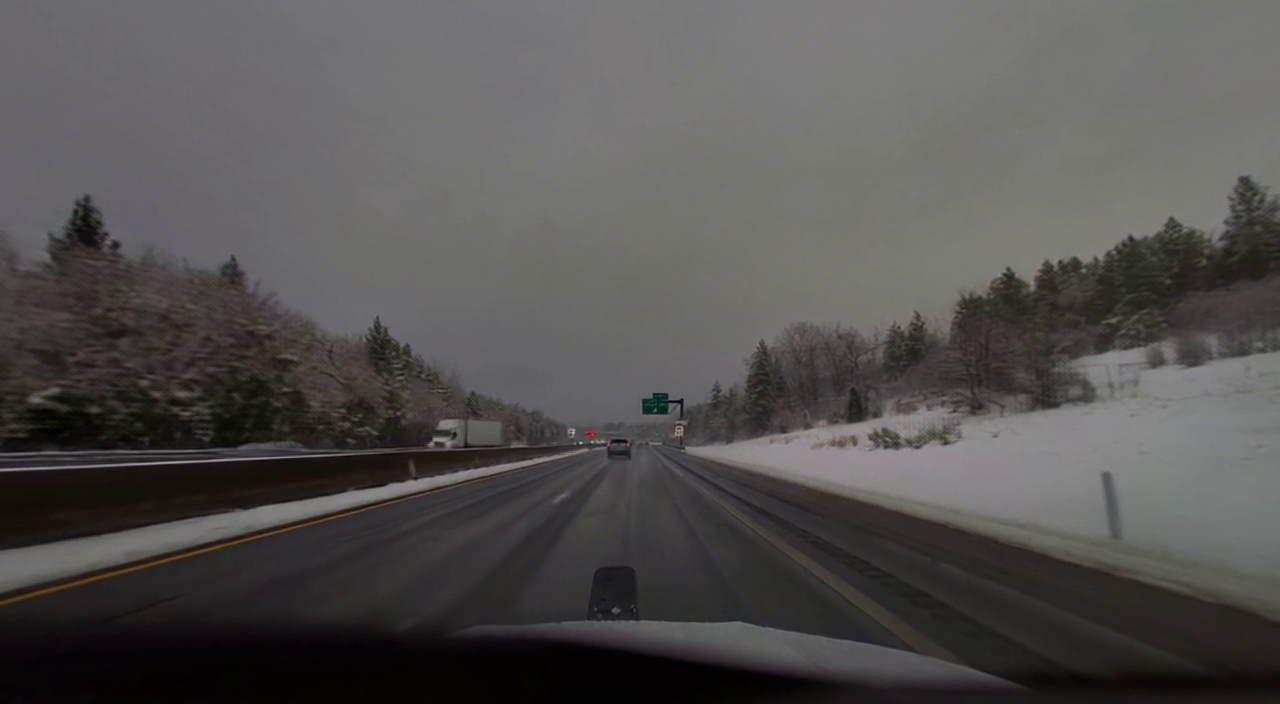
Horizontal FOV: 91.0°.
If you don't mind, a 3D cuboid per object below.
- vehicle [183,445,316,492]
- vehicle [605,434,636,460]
[{"bbox_3d":[-13.798,4.093,22.618,1.894,1.460,4.455,0,-8,0],"label":"vehicle"},{"bbox_3d":[-1.420,7.040,46.865,2.188,1.825,4.282,0,-8,-1],"label":"vehicle"}]
